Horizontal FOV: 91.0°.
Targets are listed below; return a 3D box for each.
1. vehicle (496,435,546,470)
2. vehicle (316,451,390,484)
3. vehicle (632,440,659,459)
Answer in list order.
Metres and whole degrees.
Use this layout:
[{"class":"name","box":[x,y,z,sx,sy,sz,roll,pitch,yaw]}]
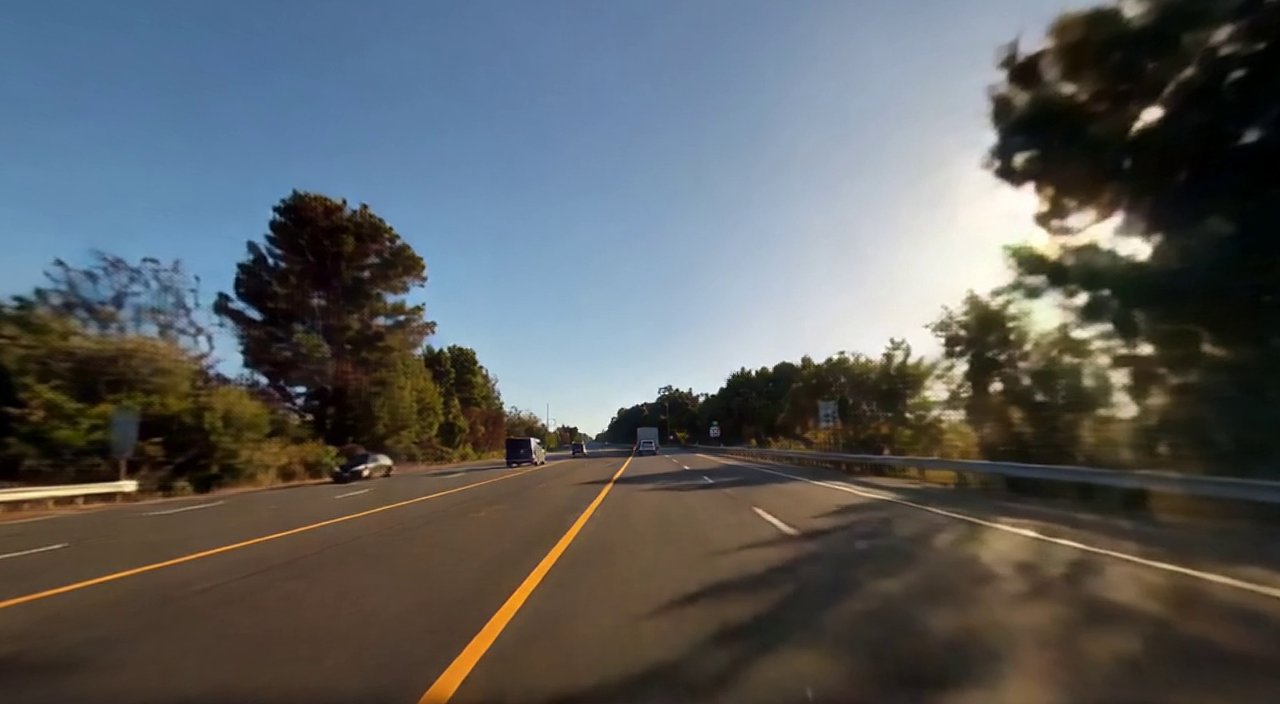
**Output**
[{"class":"vehicle","box":[-7.010,5.958,37.519,2.068,1.897,4.372,0,-8,1]},{"class":"vehicle","box":[-14.449,5.798,31.931,1.805,1.513,3.939,0,-8,1]},{"class":"vehicle","box":[0.420,7.660,49.460,2.061,1.469,3.782,0,-8,0]}]
